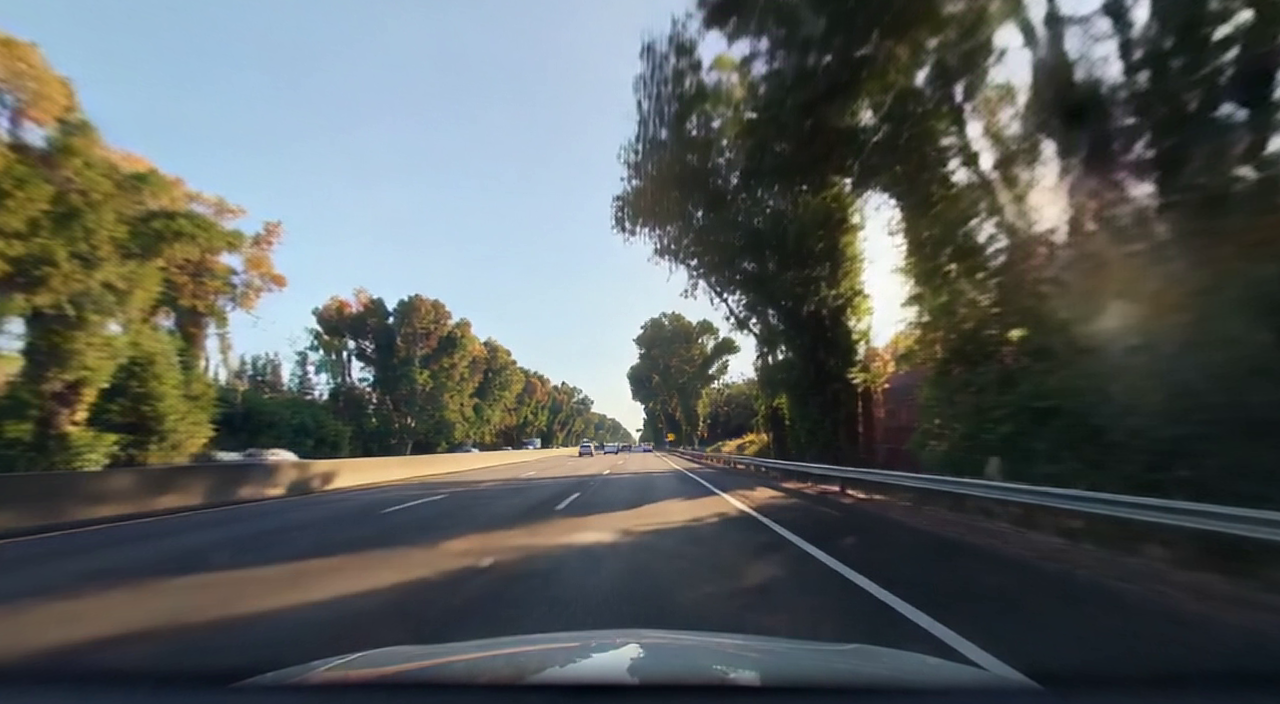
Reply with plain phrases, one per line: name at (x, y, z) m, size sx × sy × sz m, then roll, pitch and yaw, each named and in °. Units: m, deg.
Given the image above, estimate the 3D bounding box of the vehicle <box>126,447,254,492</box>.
vehicle at (-15.751, 4.080, 22.302) m, size 1.693 × 1.418 × 3.862 m, roll 0°, pitch -8°, yaw 0°
